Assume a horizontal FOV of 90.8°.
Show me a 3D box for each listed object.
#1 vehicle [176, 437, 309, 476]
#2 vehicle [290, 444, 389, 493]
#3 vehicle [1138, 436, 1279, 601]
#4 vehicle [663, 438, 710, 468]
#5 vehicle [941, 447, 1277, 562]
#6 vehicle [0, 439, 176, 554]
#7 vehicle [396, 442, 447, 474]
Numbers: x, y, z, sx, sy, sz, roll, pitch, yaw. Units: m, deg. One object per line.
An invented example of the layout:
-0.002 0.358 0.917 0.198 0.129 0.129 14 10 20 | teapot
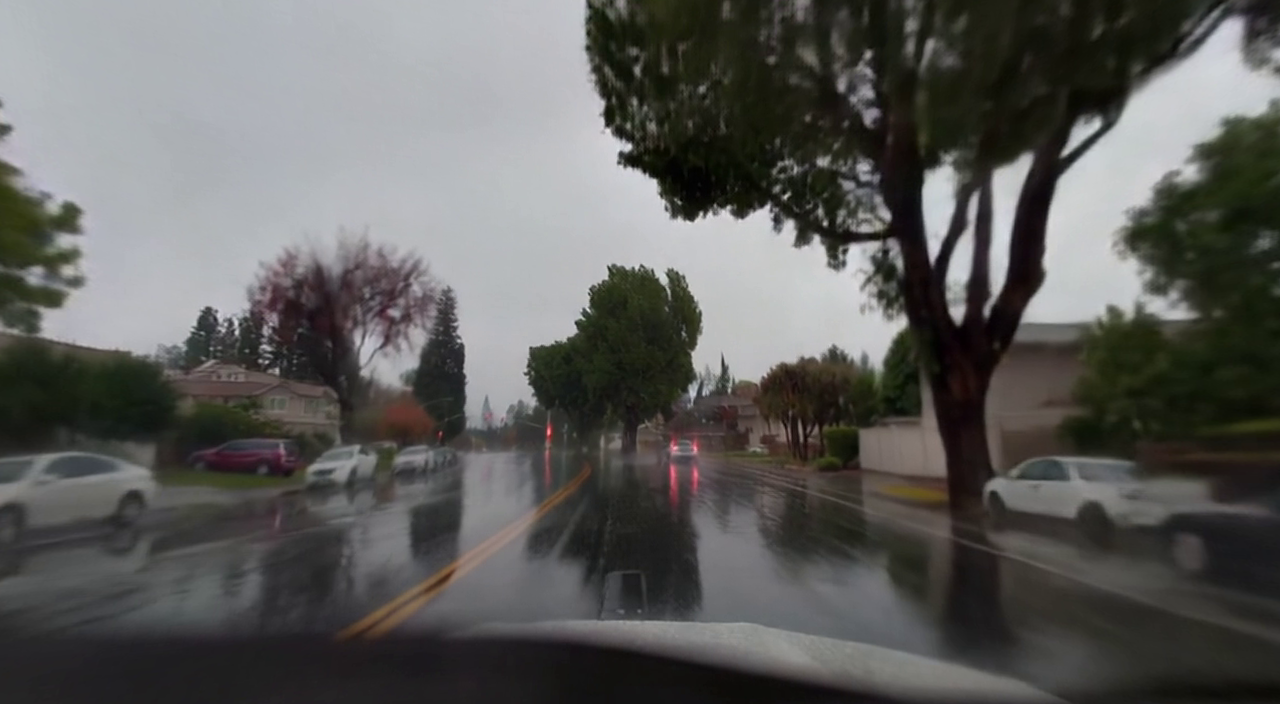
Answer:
-19.757 5.198 31.657 5.061 1.840 2.236 1 -9 -9 | vehicle
-12.160 4.706 25.973 2.032 1.773 4.471 0 -8 -3 | vehicle
7.416 1.536 5.420 1.900 1.634 5.232 0 -8 -2 | vehicle
2.563 5.736 36.085 1.951 1.620 4.582 1 -8 -5 | vehicle
7.534 2.440 11.068 1.966 1.502 5.020 0 -8 -1 | vehicle
-11.437 2.575 11.749 2.049 1.848 4.693 0 -8 -1 | vehicle
-13.486 6.540 39.282 2.146 1.806 4.733 1 -9 -9 | vehicle
